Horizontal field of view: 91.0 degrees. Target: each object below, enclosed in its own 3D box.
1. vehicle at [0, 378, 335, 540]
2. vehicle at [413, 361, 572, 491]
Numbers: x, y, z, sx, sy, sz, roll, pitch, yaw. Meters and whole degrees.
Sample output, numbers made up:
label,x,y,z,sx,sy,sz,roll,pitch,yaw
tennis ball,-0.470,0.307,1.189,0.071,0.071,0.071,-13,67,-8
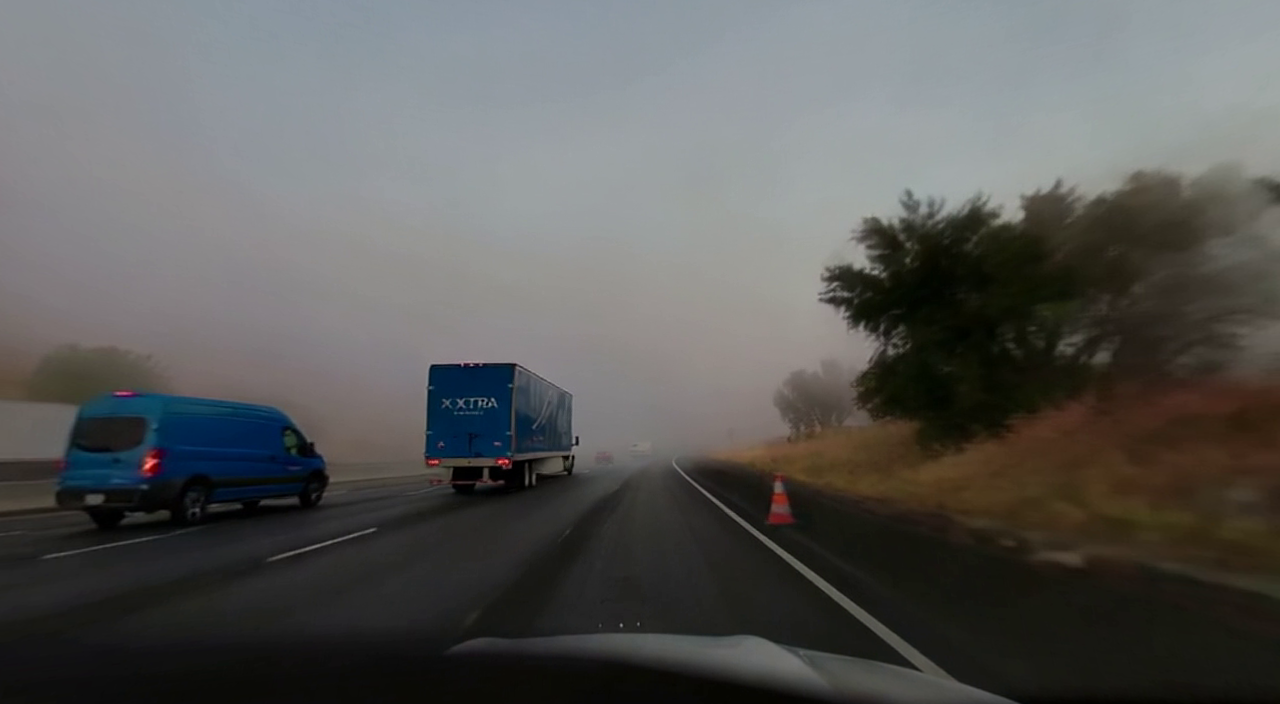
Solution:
label,x,y,z,sx,sy,sz,roll,pitch,yaw
vehicle,-9.317,2.166,13.292,2.469,2.615,5.874,0,-8,3
vehicle,-5.104,2.974,24.432,3.183,4.011,9.617,0,-8,4
